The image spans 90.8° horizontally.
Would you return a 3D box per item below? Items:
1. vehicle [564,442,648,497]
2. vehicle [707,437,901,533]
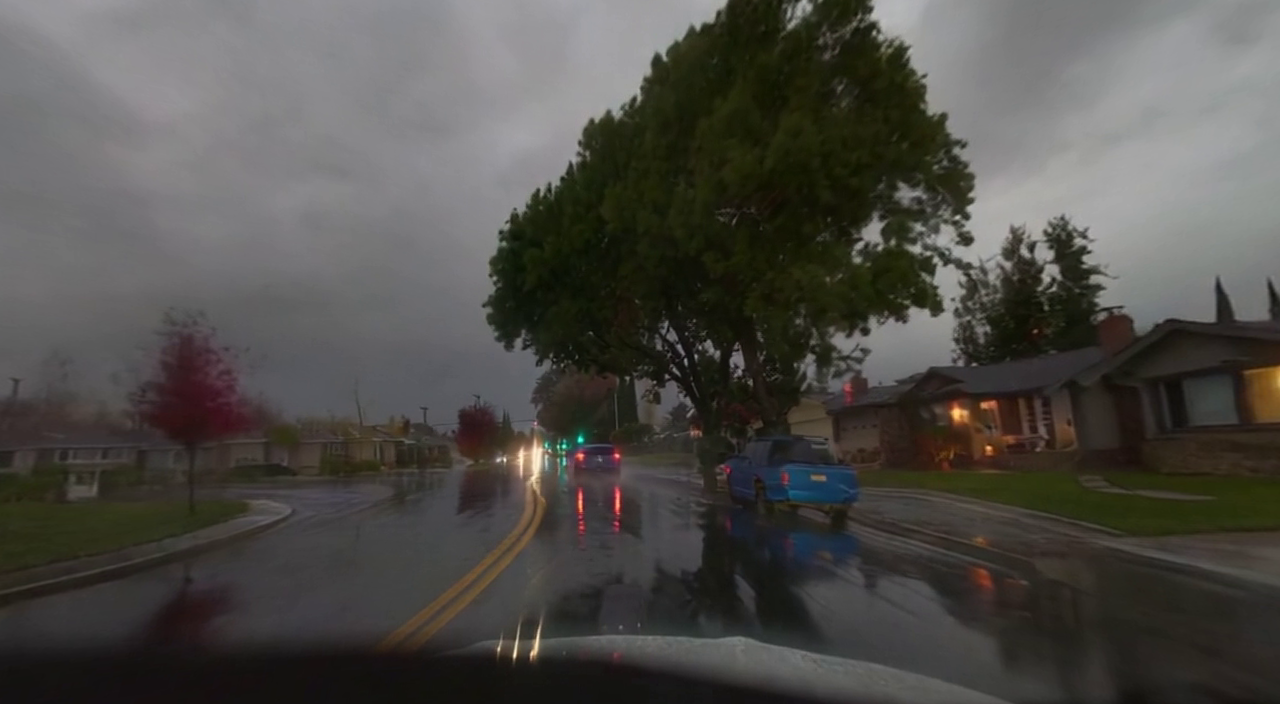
[{"bbox_3d":[-1.177,3.527,19.383,2.192,1.474,4.192,1,-9,-8],"label":"vehicle"},{"bbox_3d":[2.813,2.413,12.136,2.089,1.462,4.529,1,-9,-6],"label":"vehicle"}]
